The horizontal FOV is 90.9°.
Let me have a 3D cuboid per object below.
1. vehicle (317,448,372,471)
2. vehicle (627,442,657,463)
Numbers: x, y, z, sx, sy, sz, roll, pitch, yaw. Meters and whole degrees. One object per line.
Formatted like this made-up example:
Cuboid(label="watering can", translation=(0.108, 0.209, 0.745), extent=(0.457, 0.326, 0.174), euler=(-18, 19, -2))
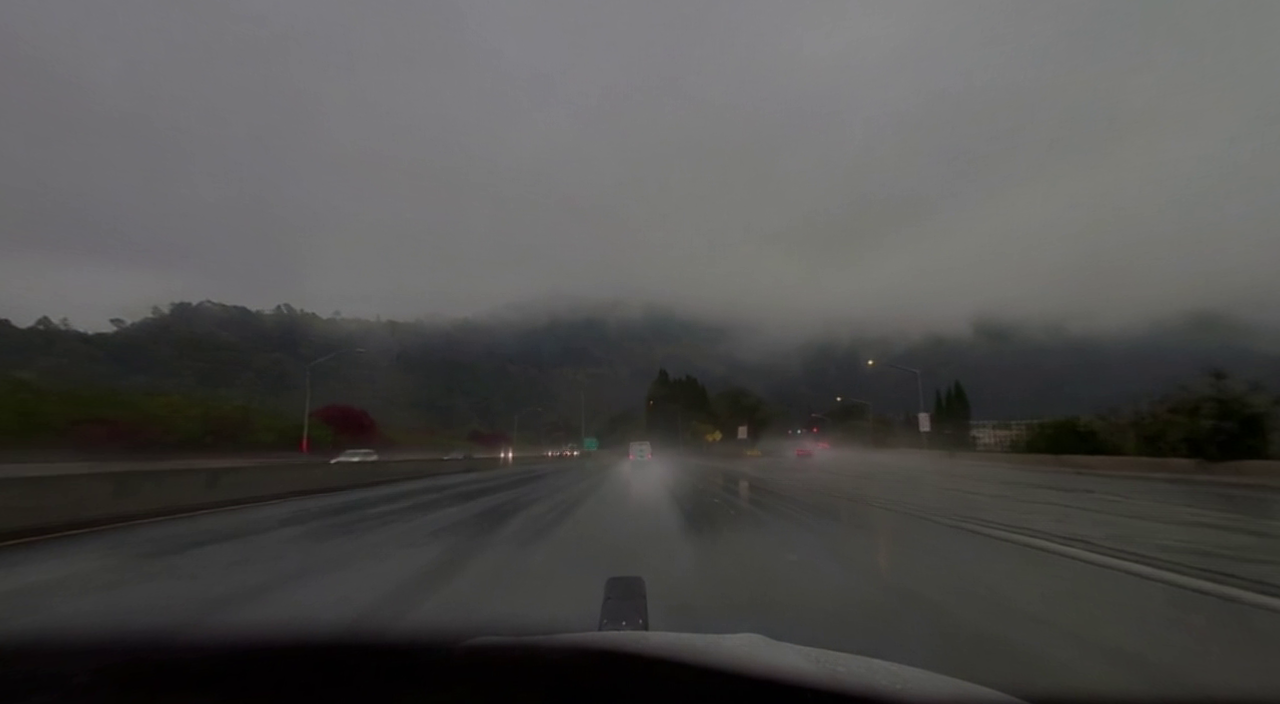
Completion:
Cuboid(label="vehicle", translation=(-20.877, 7.601, 44.733), extent=(2.001, 1.500, 3.901), euler=(0, -8, 0))
Cuboid(label="vehicle", translation=(0.094, 7.519, 47.424), extent=(2.193, 1.497, 4.337), euler=(0, -8, -1))
